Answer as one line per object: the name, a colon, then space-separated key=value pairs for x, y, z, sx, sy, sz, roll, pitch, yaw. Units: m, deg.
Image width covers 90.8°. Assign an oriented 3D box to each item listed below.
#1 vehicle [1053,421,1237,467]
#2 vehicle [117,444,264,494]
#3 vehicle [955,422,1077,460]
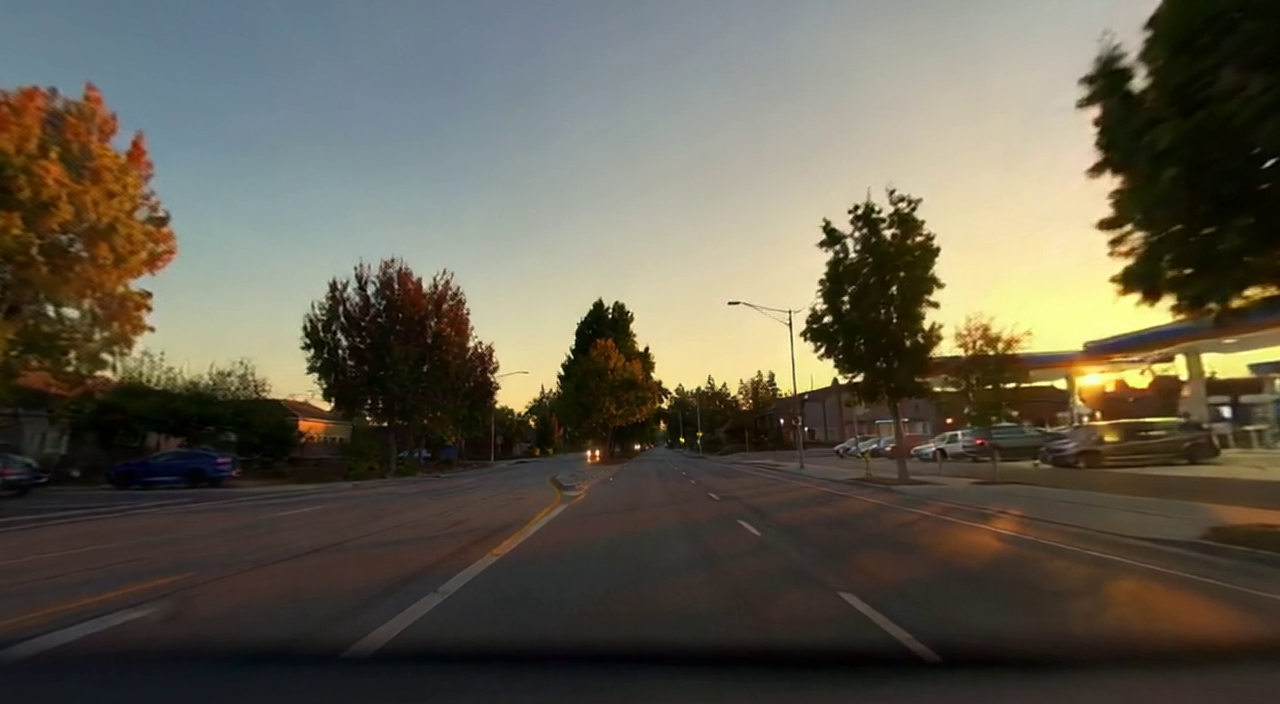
vehicle: x=17.241 y=3.174 z=21.778 sx=4.545 sy=1.443 sz=1.976 roll=-1 pitch=-8 yaw=2
vehicle: x=-19.822 y=5.153 z=28.338 sx=2.280 sy=1.968 sz=5.805 roll=0 pitch=-8 yaw=0
vehicle: x=17.613 y=4.176 z=29.749 sx=4.426 sy=1.700 sz=2.077 roll=0 pitch=-8 yaw=-4
